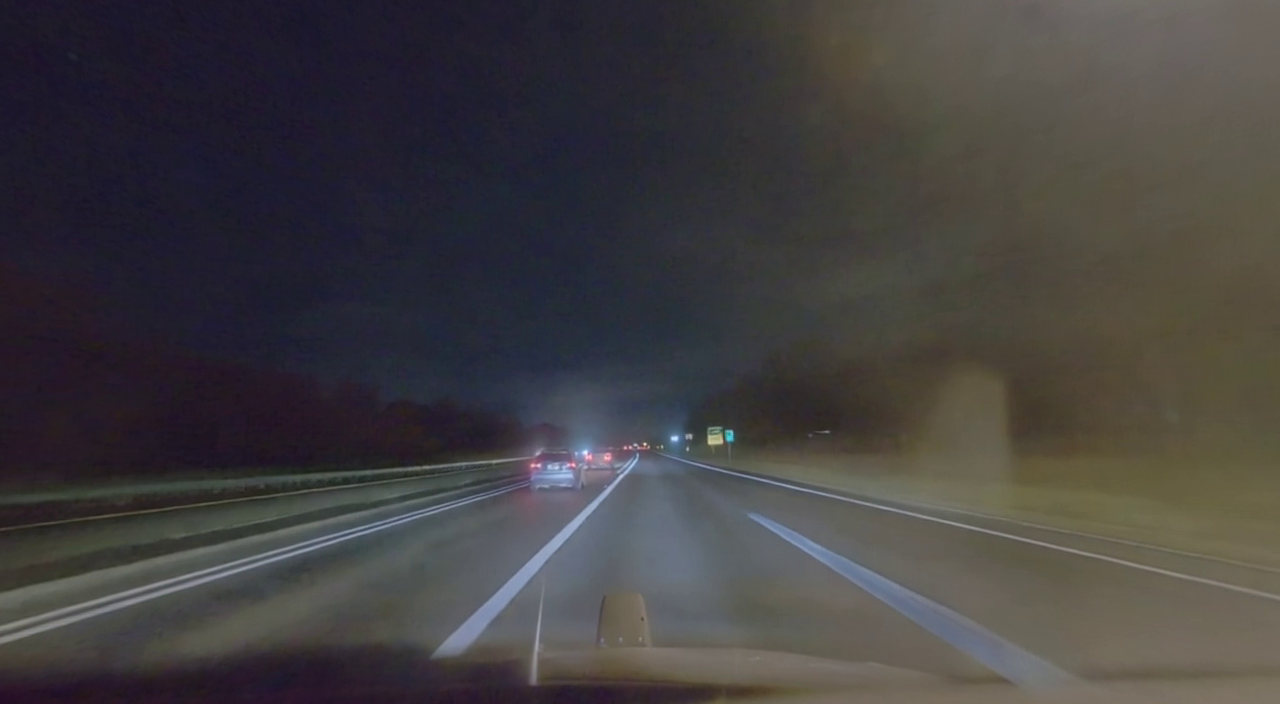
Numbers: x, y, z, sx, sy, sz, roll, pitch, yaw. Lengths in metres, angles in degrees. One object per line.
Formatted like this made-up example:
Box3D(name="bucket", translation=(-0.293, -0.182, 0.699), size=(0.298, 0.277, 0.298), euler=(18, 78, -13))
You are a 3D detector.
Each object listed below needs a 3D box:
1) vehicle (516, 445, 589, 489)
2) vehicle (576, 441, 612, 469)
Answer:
Box3D(name="vehicle", translation=(-3.206, 4.342, 24.119), size=(2.044, 1.527, 4.607), euler=(0, -9, 1))
Box3D(name="vehicle", translation=(-3.216, 7.375, 45.103), size=(2.177, 1.852, 4.427), euler=(0, -9, 1))
